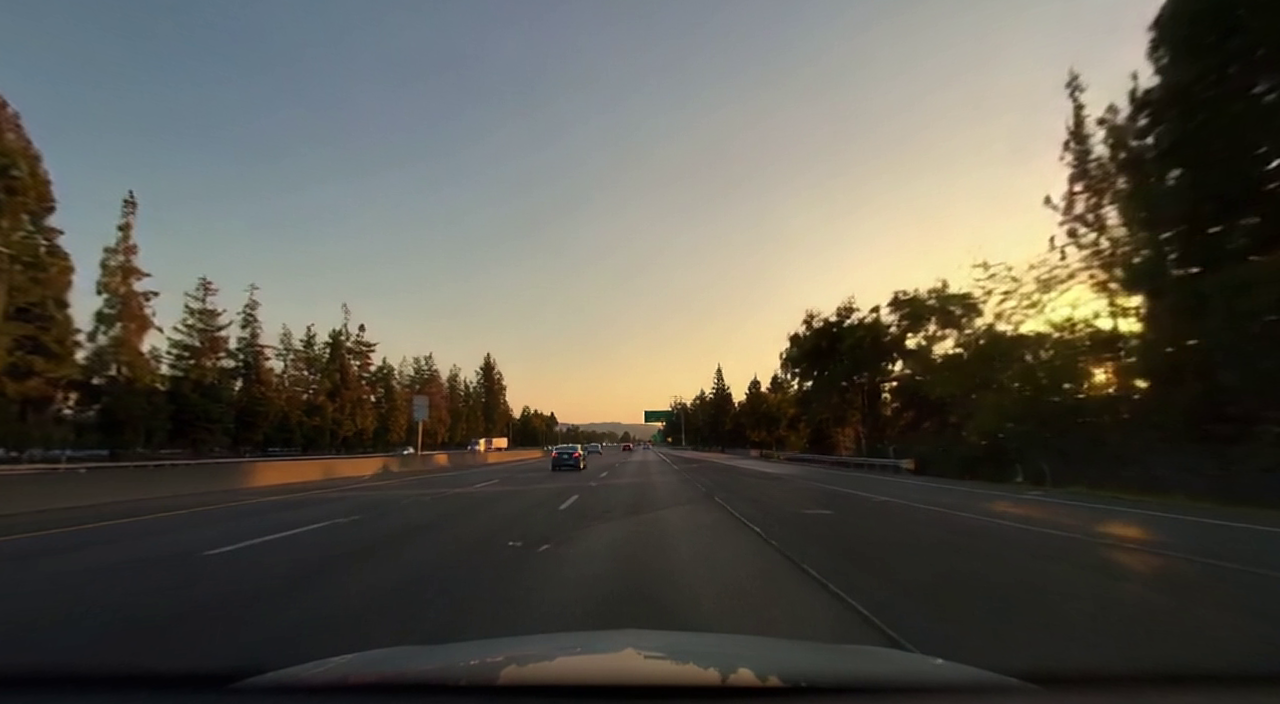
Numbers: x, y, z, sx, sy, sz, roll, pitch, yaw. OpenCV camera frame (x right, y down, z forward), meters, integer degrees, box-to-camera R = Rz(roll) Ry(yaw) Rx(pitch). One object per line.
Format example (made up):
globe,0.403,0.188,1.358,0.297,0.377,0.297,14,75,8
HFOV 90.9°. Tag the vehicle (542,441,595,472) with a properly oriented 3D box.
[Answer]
vehicle,-3.509,5.200,31.665,2.128,1.450,4.078,0,-8,1
